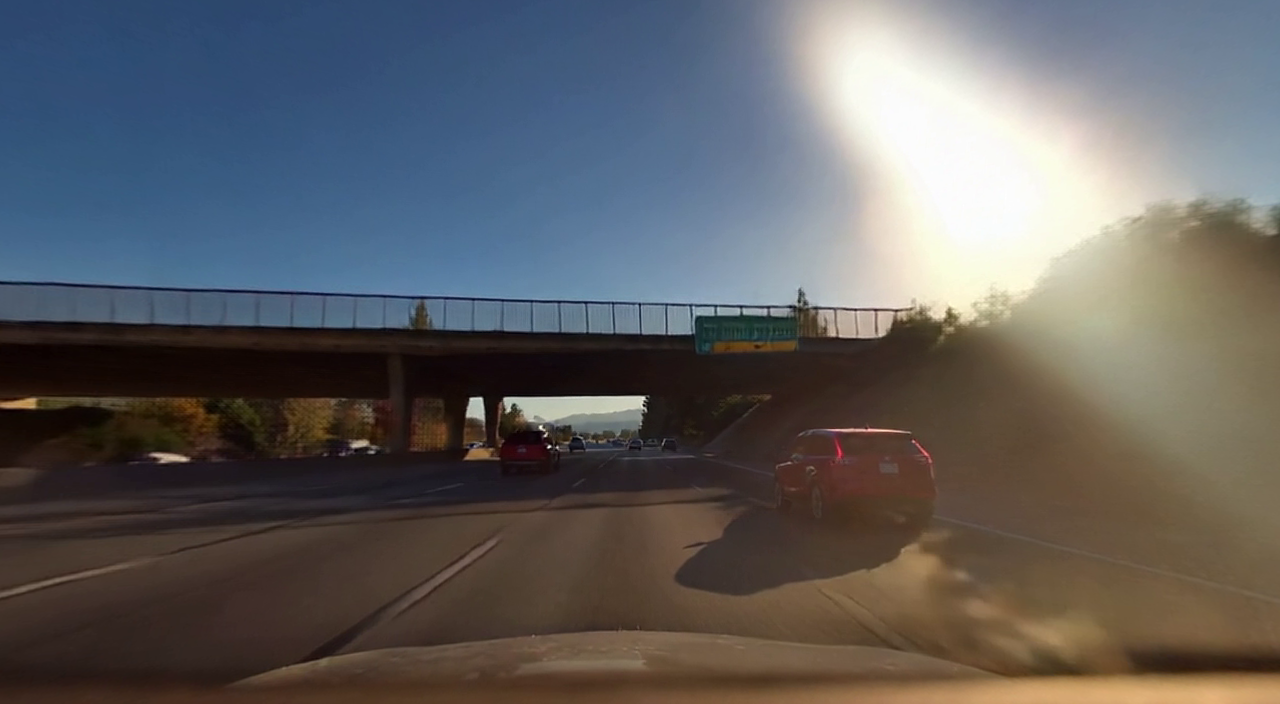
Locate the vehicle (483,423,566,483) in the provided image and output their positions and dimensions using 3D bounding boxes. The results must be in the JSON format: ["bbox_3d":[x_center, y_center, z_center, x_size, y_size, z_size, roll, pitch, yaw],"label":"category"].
[{"bbox_3d":[-3.933,3.569,22.385,2.018,1.872,4.728,0,-9,0],"label":"vehicle"}]

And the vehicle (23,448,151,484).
[{"bbox_3d":[-26.160,5.389,30.140,1.986,1.567,4.535,0,-9,0],"label":"vehicle"}]

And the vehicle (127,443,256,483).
[{"bbox_3d":[-18.603,4.607,26.551,1.915,1.518,4.778,0,-9,0],"label":"vehicle"}]

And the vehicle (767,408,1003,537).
[{"bbox_3d":[3.809,1.992,10.954,2.185,1.749,4.477,0,-9,-1],"label":"vehicle"}]
